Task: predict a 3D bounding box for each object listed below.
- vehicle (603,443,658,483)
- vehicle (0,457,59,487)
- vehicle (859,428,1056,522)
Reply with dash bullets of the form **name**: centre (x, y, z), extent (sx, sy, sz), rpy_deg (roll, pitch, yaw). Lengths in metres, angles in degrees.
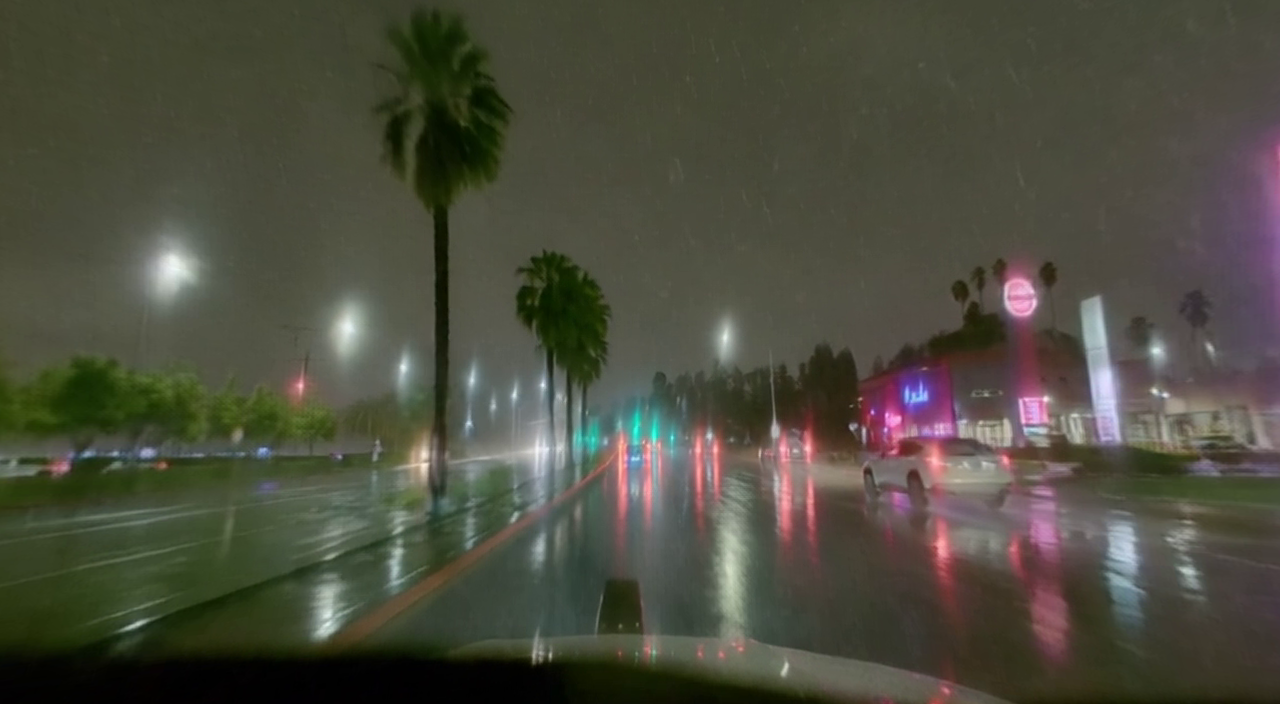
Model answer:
- **vehicle**: centre (-0.353, 4.267, 24.541), extent (1.970, 1.402, 3.756), rpy_deg (0, -8, 0)
- **vehicle**: centre (-33.563, 6.308, 33.166), extent (3.986, 1.432, 1.885), rpy_deg (0, -8, 0)
- **vehicle**: centre (6.284, 2.455, 13.075), extent (1.949, 1.647, 3.894), rpy_deg (0, -8, -2)
